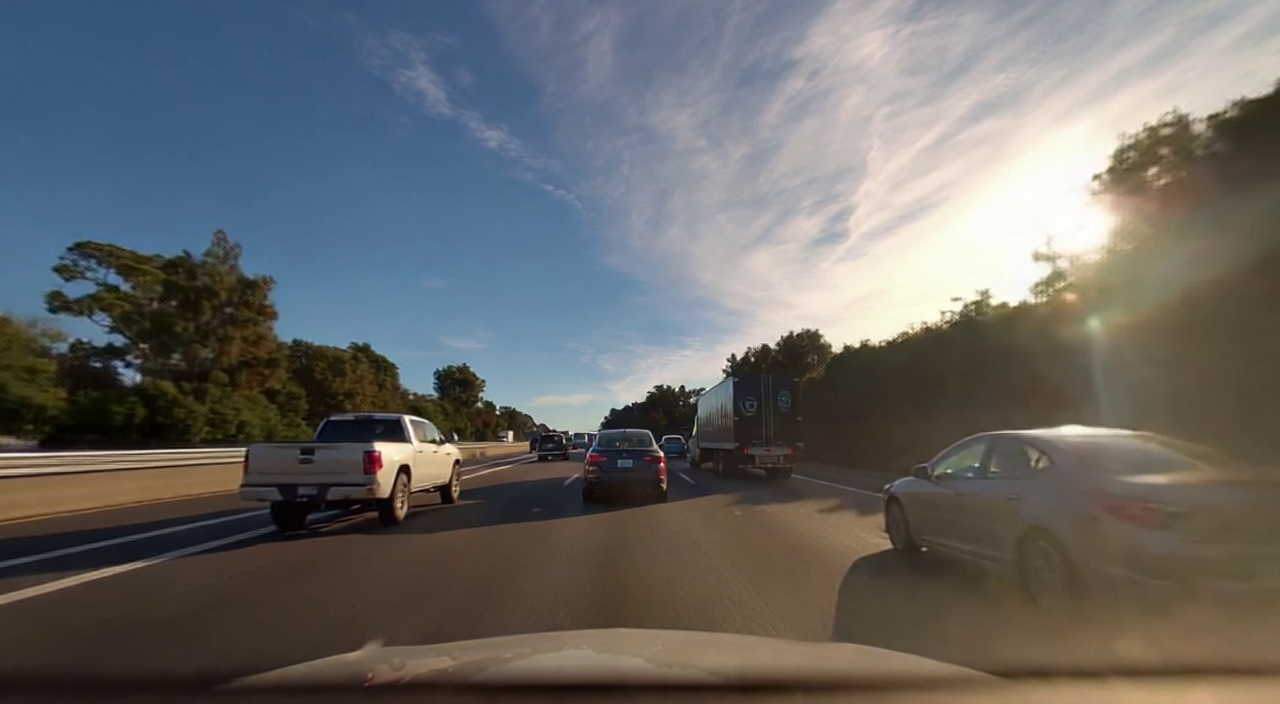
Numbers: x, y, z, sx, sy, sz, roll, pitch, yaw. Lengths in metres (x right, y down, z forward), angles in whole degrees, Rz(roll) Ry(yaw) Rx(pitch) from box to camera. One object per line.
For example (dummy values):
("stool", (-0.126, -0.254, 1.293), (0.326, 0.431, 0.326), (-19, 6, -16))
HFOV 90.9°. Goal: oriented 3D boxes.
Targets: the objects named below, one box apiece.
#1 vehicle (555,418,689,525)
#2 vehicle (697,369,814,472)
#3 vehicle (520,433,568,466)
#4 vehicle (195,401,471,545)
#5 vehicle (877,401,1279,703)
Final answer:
("vehicle", (-0.324, 2.125, 11.791), (2.083, 1.647, 3.799), (0, -8, -2))
("vehicle", (5.282, 3.705, 32.366), (2.888, 4.135, 14.071), (0, -8, -2))
("vehicle", (-5.082, 5.197, 33.909), (1.971, 1.648, 3.983), (0, -8, -1))
("vehicle", (-4.426, 1.819, 10.180), (2.101, 1.767, 4.702), (0, -8, -1))
("vehicle", (3.568, 1.230, 4.769), (1.951, 1.477, 3.963), (0, -8, -1))
